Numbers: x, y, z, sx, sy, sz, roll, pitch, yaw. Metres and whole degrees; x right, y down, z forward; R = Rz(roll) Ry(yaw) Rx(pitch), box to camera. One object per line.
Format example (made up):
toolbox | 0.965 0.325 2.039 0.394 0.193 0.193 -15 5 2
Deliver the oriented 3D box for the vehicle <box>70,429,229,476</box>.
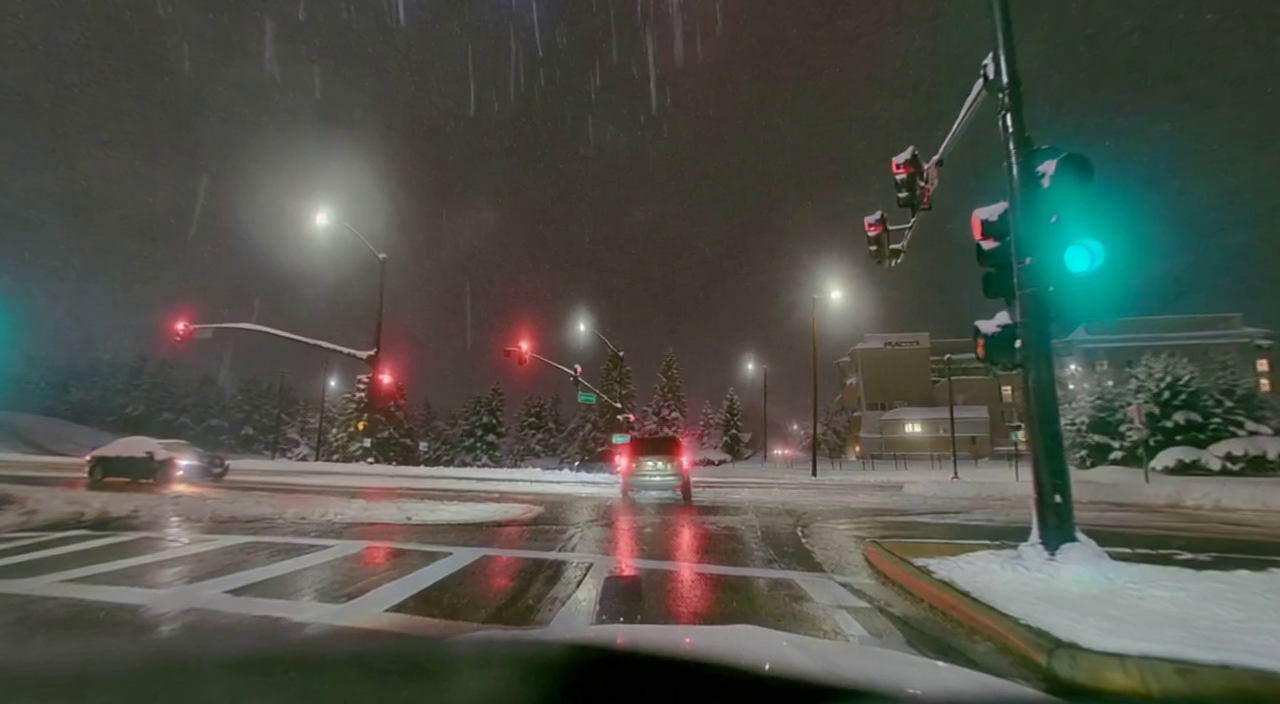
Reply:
vehicle | -18.163 3.718 23.386 5.413 1.572 2.325 -4 -9 25

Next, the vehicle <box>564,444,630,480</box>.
vehicle | -2.151 5.271 30.656 2.007 1.605 3.852 3 -9 -23

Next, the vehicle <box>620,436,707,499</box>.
vehicle | 0.513 3.133 17.526 2.048 1.516 3.874 0 -9 -3
